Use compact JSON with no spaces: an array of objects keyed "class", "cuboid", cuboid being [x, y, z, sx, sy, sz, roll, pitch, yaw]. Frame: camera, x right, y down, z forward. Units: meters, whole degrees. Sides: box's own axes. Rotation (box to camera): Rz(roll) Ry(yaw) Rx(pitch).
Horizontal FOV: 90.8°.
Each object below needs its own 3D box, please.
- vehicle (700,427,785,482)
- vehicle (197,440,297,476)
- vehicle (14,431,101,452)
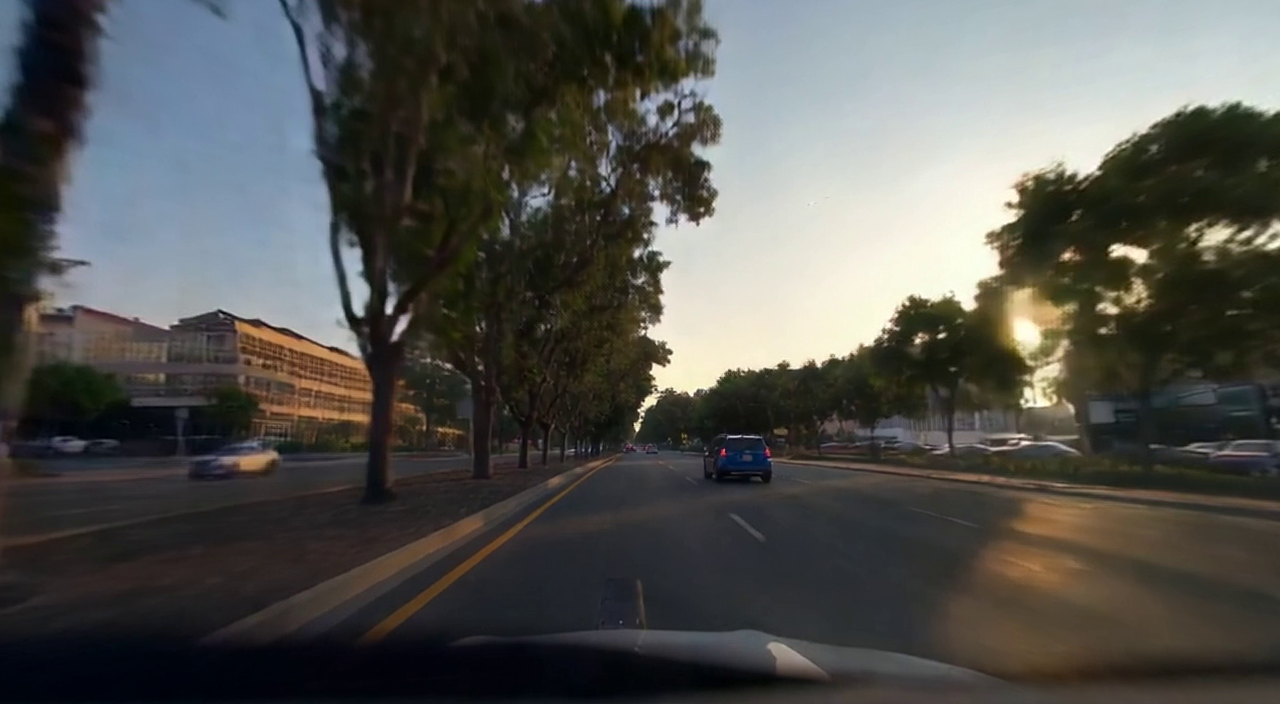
[{"class":"vehicle","cuboid":[3.417,3.533,21.921,2.072,1.696,4.177,0,-8,-2]},{"class":"vehicle","cuboid":[-17.715,4.794,28.764,1.764,1.476,4.349,0,-8,0]},{"class":"vehicle","cuboid":[-44.084,6.812,47.903,4.566,1.522,1.950,0,-8,-2]}]
